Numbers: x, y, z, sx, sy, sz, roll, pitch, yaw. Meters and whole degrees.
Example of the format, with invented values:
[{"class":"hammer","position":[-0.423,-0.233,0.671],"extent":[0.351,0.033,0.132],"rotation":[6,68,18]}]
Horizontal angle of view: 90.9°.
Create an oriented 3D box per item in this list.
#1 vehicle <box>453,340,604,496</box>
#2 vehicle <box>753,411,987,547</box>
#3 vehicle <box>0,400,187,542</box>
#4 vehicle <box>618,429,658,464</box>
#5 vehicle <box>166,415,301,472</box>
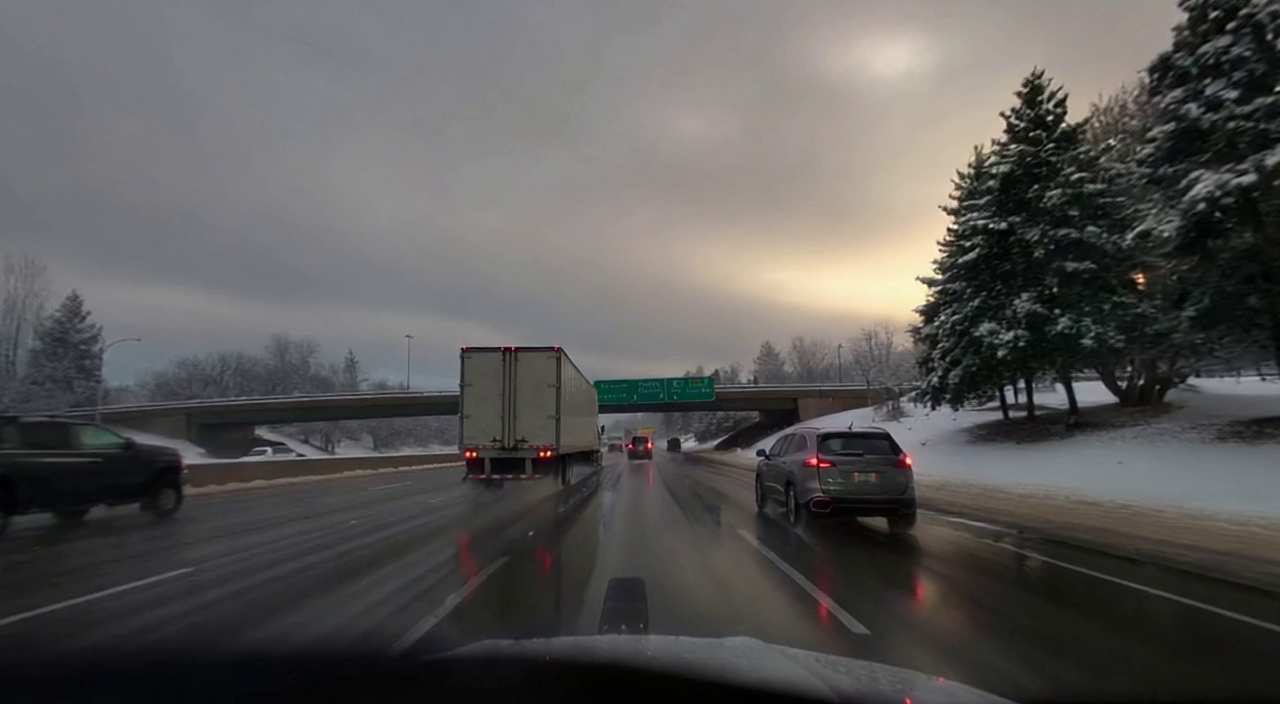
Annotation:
[{"class":"vehicle","position":[-3.361,2.870,24.464],"extent":[2.869,4.108,15.564],"rotation":[0,-9,1]},{"class":"vehicle","position":[3.237,1.894,10.021],"extent":[2.028,1.658,4.334],"rotation":[0,-9,-1]},{"class":"vehicle","position":[-10.461,1.820,9.741],"extent":[2.388,2.031,5.951],"rotation":[0,-9,1]},{"class":"vehicle","position":[-0.118,7.240,48.310],"extent":[2.848,2.453,5.509],"rotation":[0,-9,1]},{"class":"vehicle","position":[-28.642,6.573,45.231],"extent":[2.944,3.588,9.839],"rotation":[0,-9,1]}]
